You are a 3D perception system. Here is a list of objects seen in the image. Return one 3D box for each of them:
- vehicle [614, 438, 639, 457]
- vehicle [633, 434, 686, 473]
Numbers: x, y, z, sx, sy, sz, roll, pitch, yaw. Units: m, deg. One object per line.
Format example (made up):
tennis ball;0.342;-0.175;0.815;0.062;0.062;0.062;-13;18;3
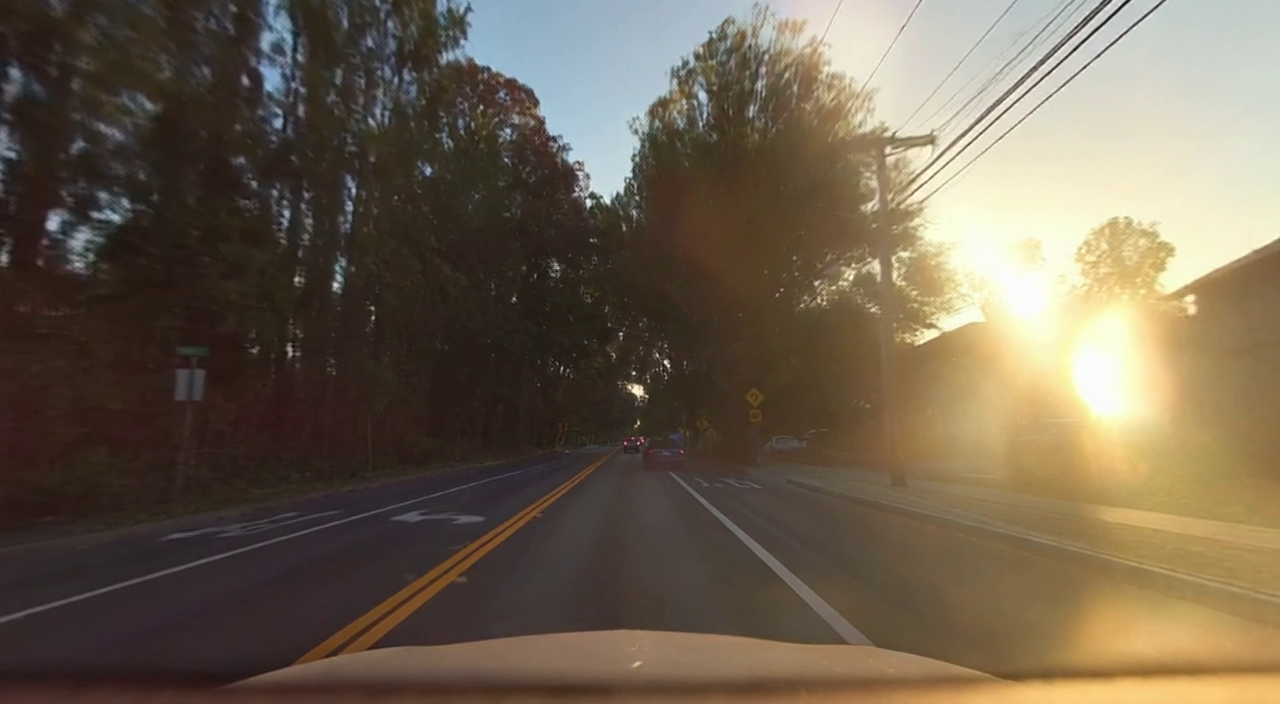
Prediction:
vehicle;-1.017;7.496;49.431;1.927;1.453;3.848;0;-8;0
vehicle;0.748;4.298;26.828;1.975;1.497;3.647;1;-8;-3
